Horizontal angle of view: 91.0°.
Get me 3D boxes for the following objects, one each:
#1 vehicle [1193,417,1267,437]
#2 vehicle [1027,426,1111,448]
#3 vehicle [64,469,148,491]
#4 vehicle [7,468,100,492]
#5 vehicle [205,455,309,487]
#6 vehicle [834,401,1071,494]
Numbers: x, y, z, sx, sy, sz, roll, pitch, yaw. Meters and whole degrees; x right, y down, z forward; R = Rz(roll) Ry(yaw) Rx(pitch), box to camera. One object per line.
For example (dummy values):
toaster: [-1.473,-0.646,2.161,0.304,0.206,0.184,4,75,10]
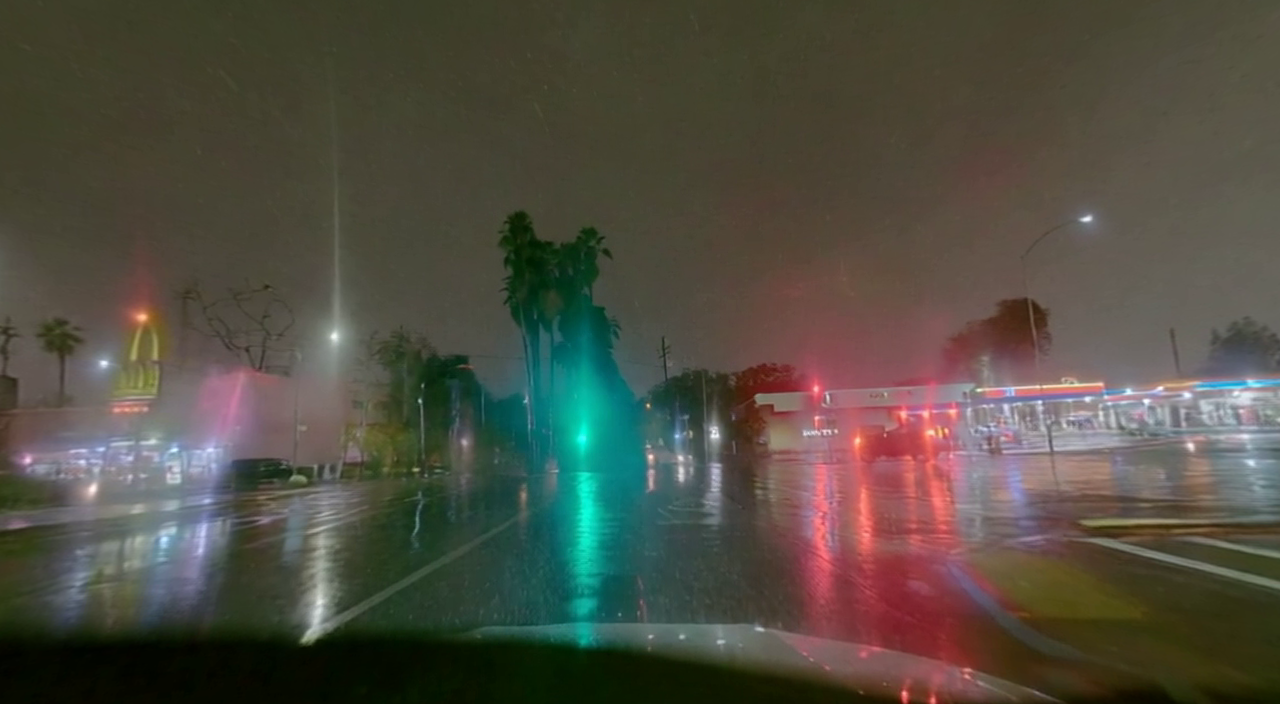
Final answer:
vehicle: [43.932,5.602,46.916,3.739,1.451,1.647,0,-8,0]
vehicle: [29.958,5.976,44.091,4.363,1.503,1.989,0,-8,3]
vehicle: [-38.406,9.207,45.293,4.290,1.475,1.742,0,-8,-3]
vehicle: [-44.004,9.598,47.267,4.854,1.696,1.834,1,-8,-5]
vehicle: [-25.936,8.048,42.721,5.803,1.632,2.173,-4,-7,3]
vehicle: [7.534,2.355,15.621,4.640,1.800,2.026,-4,-9,1]
